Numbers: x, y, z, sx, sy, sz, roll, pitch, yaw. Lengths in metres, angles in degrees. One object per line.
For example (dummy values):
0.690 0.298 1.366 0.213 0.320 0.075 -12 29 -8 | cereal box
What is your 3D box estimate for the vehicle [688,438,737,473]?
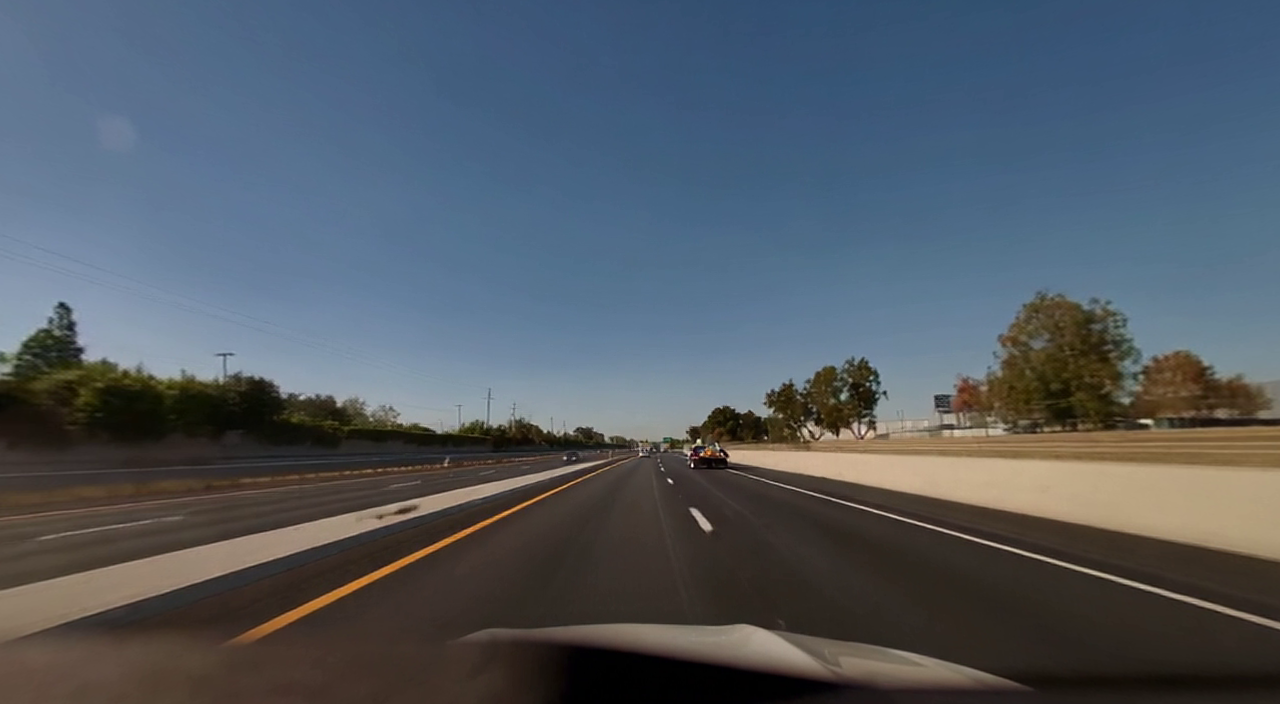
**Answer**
4.341 6.317 38.593 2.309 2.003 5.139 0 -9 -1 | vehicle
